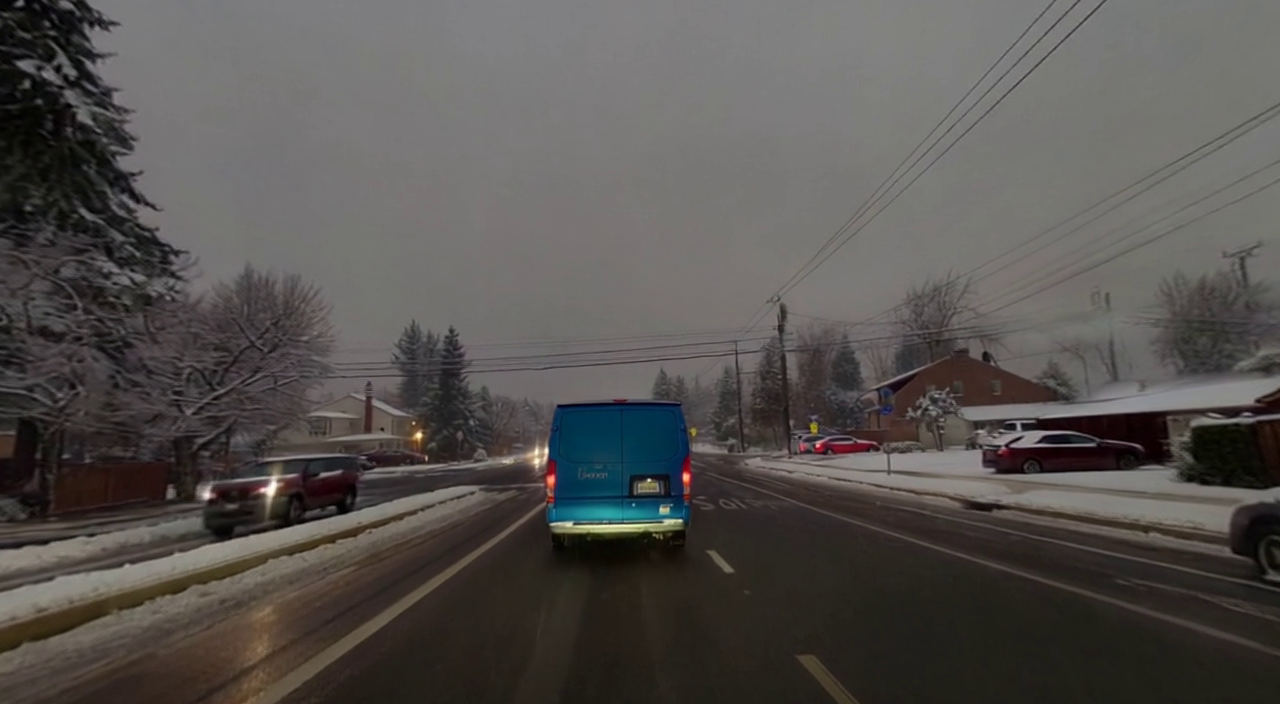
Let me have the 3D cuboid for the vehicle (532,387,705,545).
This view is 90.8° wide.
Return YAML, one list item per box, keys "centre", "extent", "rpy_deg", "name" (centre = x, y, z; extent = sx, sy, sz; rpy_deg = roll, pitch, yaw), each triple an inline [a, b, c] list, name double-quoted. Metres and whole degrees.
- centre: [-0.335, 1.917, 11.132]
  extent: [2.342, 2.142, 4.809]
  rpy_deg: [0, -9, -1]
  name: "vehicle"

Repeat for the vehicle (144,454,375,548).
- centre: [-7.288, 2.846, 12.801]
  extent: [1.962, 1.481, 4.434]
  rpy_deg: [0, -9, -1]
  name: "vehicle"

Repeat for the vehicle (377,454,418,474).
- centre: [-18.131, 8.349, 47.345]
  extent: [1.633, 1.398, 3.729]
  rpy_deg: [0, -9, 0]
  name: "vehicle"

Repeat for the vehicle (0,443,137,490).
- centre: [-26.943, 5.293, 29.409]
  extent: [5.026, 2.017, 2.215]
  rpy_deg: [0, -9, -2]
  name: "vehicle"

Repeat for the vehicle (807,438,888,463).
- centre: [13.097, 6.238, 40.040]
  extent: [4.483, 1.463, 1.805]
  rpy_deg: [0, -9, -1]
  name: "vehicle"

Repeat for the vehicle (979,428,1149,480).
- centre: [13.136, 3.163, 19.760]
  extent: [3.916, 1.517, 1.887]
  rpy_deg: [0, -9, -2]
  name: "vehicle"
